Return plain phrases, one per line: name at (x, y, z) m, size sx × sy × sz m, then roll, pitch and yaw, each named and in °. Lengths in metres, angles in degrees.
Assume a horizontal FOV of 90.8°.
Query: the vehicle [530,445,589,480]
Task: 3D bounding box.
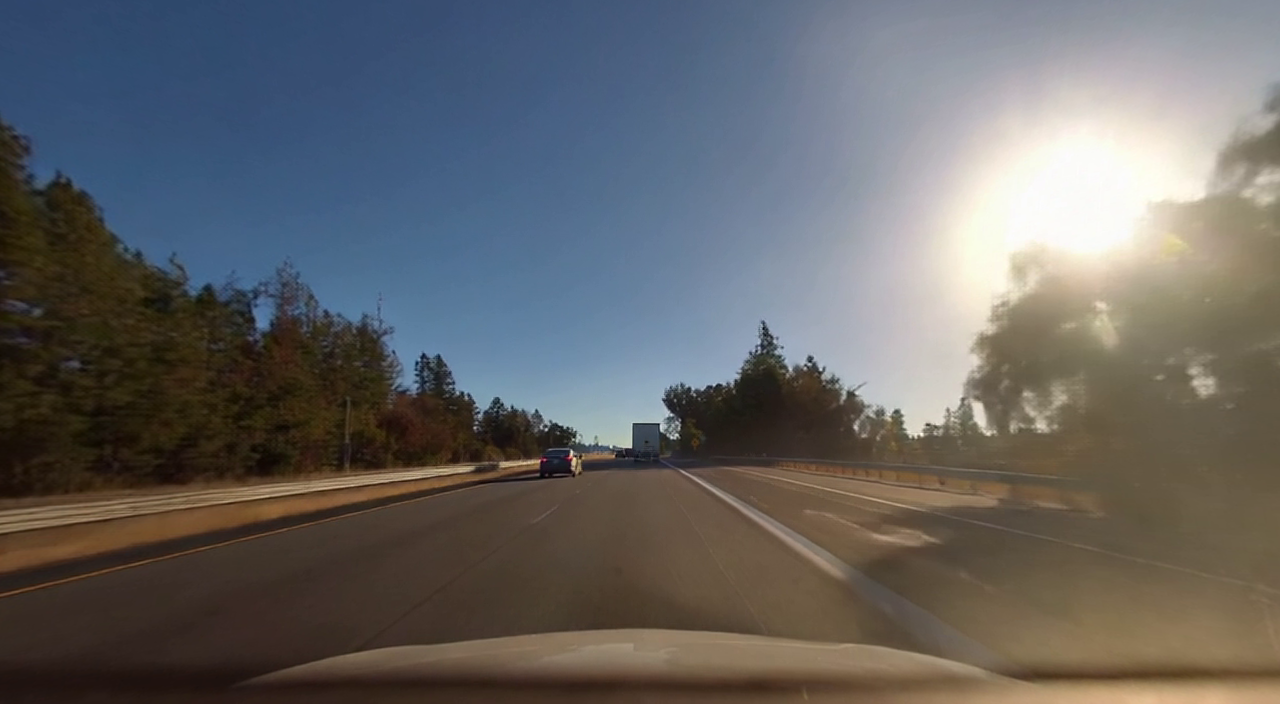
vehicle at (-3.819, 5.326, 30.802) m, size 1.999 × 1.533 × 4.870 m, roll -1°, pitch -9°, yaw 3°
